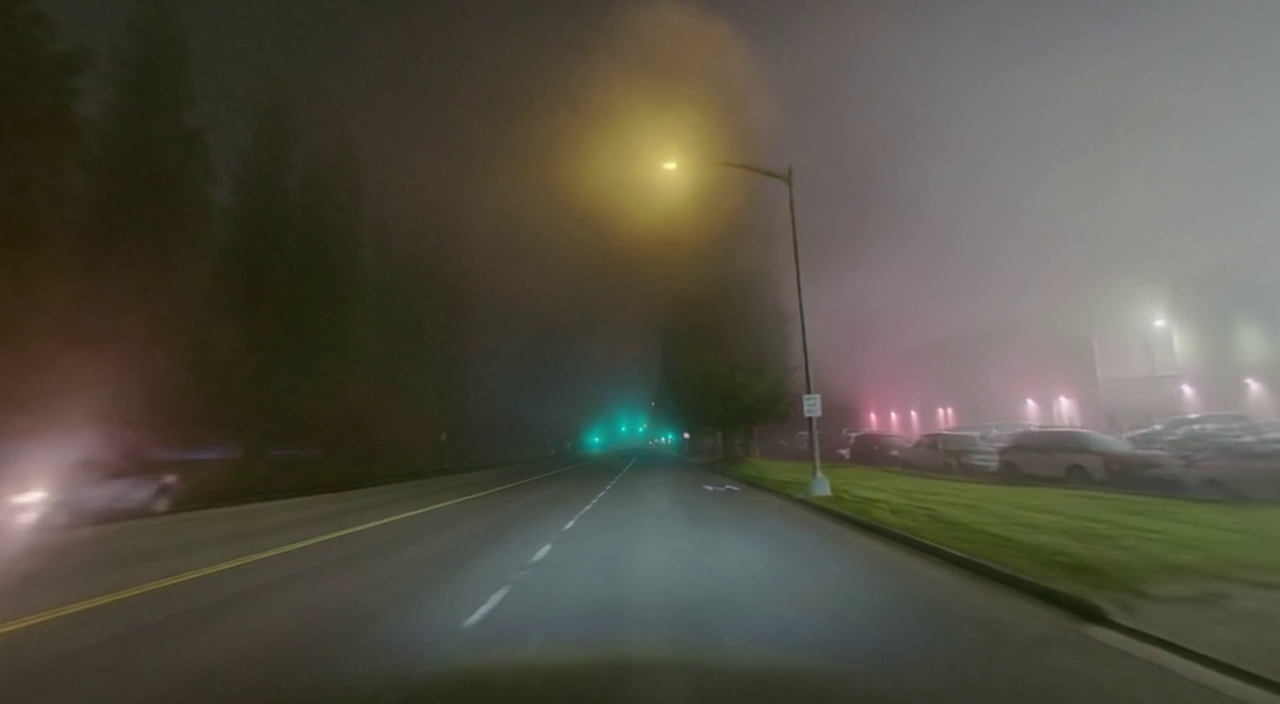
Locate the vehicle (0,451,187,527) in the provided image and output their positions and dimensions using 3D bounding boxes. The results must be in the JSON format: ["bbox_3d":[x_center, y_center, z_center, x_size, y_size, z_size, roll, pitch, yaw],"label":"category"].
[{"bbox_3d":[-14.083,3.323,15.707,2.044,1.514,4.704,-4,-9,2],"label":"vehicle"}]

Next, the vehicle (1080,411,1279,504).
[{"bbox_3d":[11.129,1.909,11.424,4.708,1.511,2.022,0,-9,1],"label":"vehicle"}]
